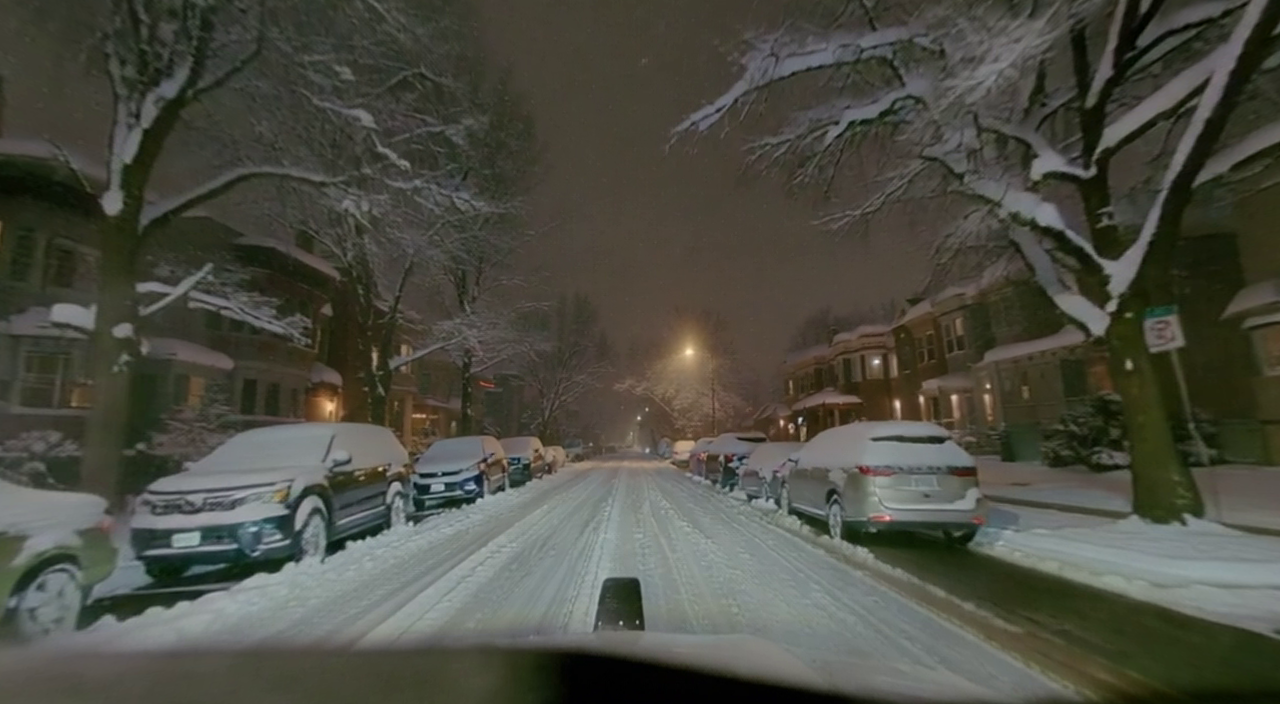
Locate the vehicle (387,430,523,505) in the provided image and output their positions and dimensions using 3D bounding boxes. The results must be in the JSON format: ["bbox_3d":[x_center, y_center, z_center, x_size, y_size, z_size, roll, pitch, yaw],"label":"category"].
[{"bbox_3d":[-5.299,3.398,19.137,2.683,1.923,5.421,0,-8,-3],"label":"vehicle"}]

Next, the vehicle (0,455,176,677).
[{"bbox_3d":[-5.245,1.352,3.538,1.858,1.456,4.587,0,-8,-1],"label":"vehicle"}]

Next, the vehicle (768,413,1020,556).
[{"bbox_3d":[3.547,1.950,10.027,1.994,1.710,4.699,0,-8,-1],"label":"vehicle"}]

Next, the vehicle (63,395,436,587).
[{"bbox_3d":[-5.219,1.935,9.796,2.390,2.123,5.371,0,-8,-1],"label":"vehicle"}]
